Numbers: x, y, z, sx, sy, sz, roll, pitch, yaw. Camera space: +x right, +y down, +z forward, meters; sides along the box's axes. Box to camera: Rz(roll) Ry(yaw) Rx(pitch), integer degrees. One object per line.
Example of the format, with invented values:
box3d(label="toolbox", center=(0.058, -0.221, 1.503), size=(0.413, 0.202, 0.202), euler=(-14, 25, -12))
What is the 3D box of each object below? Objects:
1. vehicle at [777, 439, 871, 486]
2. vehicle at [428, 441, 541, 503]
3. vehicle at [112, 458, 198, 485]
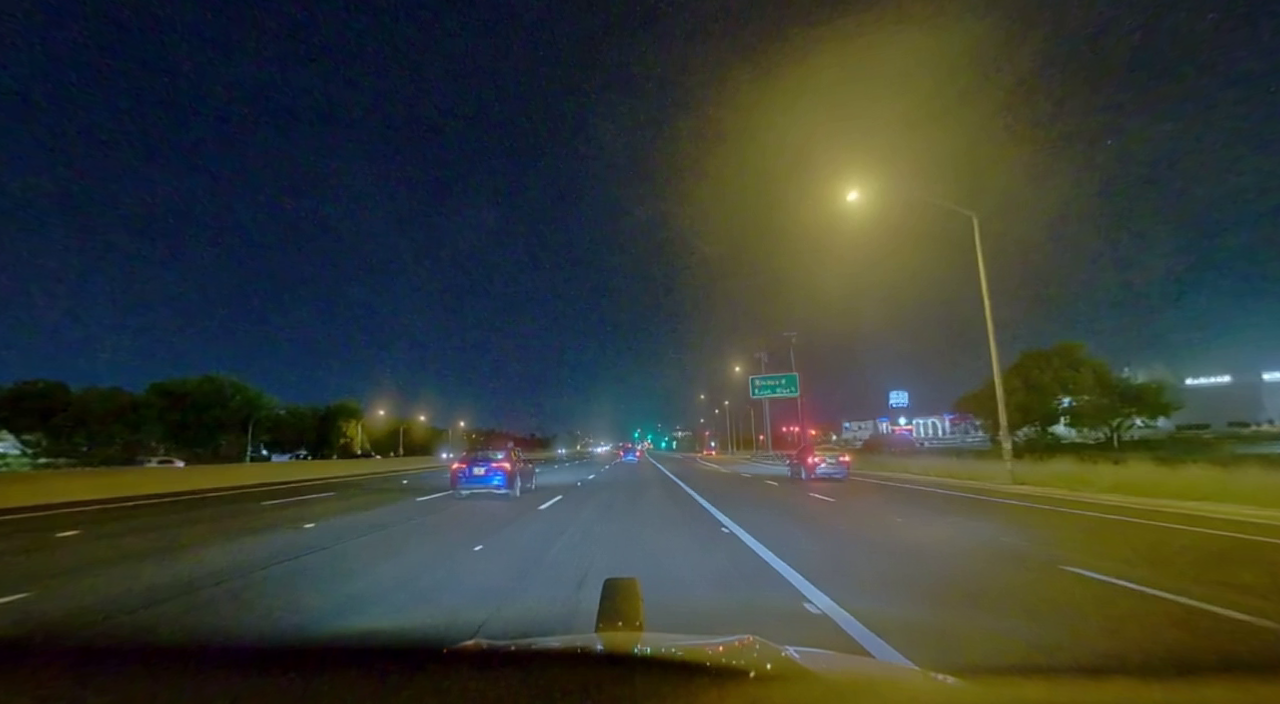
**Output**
box3d(label="vehicle", center=(6.812, 4.132, 23.960), size=(2.035, 1.566, 5.409), euler=(0, -9, 1))
box3d(label="vehicle", center=(-4.295, 3.380, 18.193), size=(2.071, 1.553, 4.388), euler=(0, -9, 1))
box3d(label="vehicle", center=(-33.022, 8.115, 43.067), size=(2.125, 1.618, 4.772), euler=(0, -9, 0))
